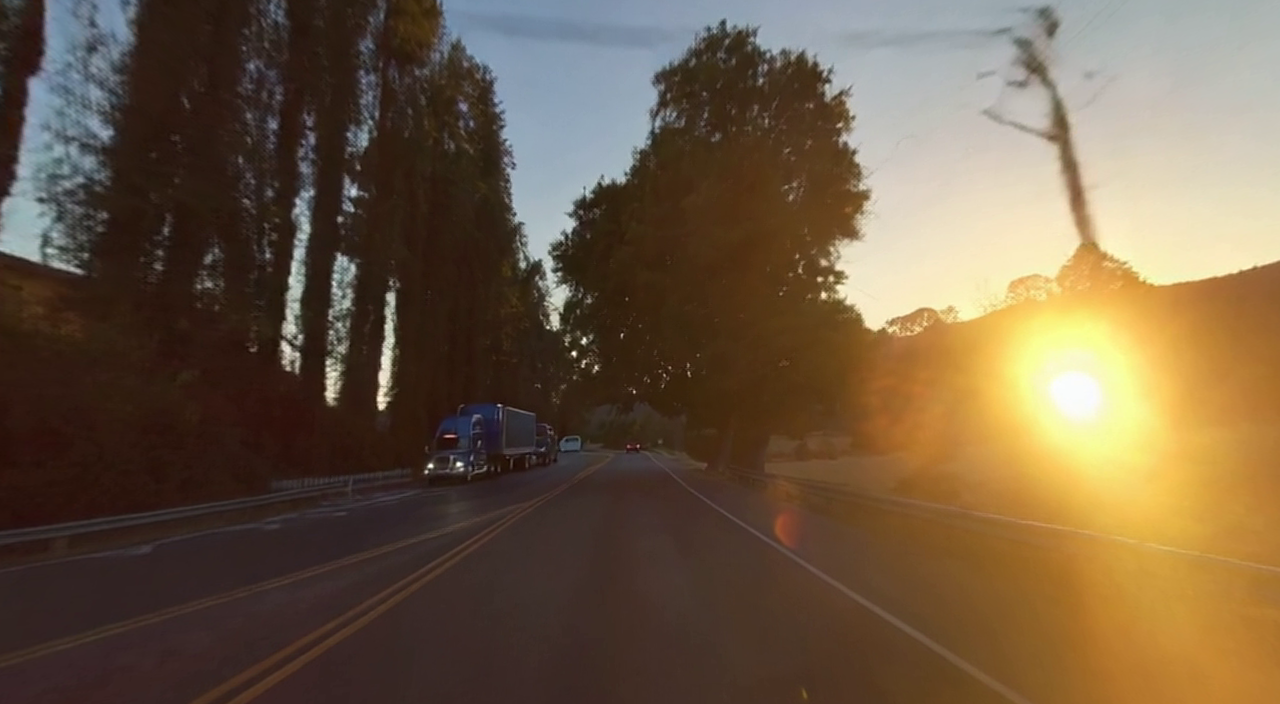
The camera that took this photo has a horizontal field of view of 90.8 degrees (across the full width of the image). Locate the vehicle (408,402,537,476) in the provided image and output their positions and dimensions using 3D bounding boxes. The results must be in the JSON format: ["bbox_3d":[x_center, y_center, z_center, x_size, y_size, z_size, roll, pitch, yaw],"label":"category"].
[{"bbox_3d":[-9.689,5.495,38.160,5.596,3.130,8.972,-4,-14,-2],"label":"vehicle"}]
